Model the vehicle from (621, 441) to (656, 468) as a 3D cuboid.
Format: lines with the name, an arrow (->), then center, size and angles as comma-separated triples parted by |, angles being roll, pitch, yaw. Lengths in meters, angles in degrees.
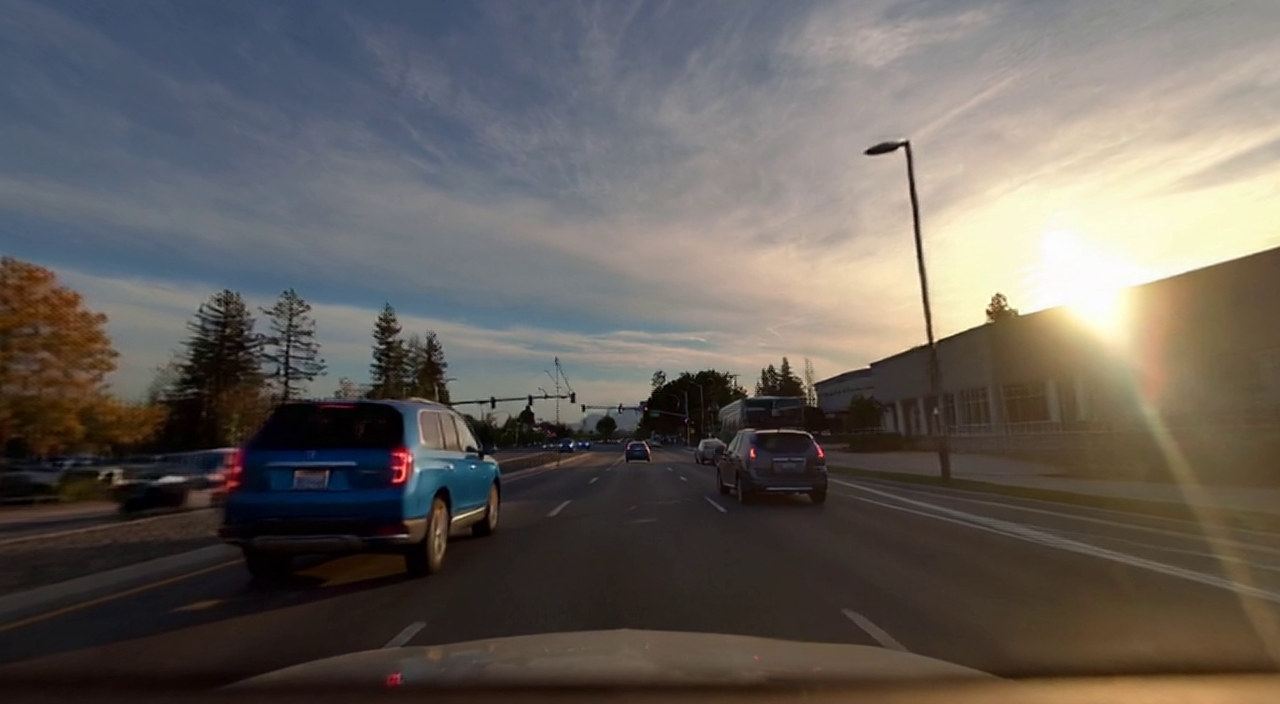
vehicle -> -0.146, 6.116, 37.857 | 2.008, 1.464, 4.052 | 0, -9, -1

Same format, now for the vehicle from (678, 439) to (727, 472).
vehicle -> 2.975, 5.031, 30.835 | 1.842, 1.480, 4.155 | 0, -9, -2

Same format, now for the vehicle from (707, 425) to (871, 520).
vehicle -> 2.794, 2.424, 13.220 | 2.174, 1.596, 4.779 | 0, -9, -1

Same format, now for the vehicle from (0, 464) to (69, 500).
vehicle -> -28.523, 5.831, 28.167 | 4.175, 1.458, 1.981 | -3, -9, 1

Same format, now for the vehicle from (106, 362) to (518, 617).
vehicle -> -3.146, 1.495, 7.826 | 2.368, 2.037, 5.319 | 0, -9, -2
